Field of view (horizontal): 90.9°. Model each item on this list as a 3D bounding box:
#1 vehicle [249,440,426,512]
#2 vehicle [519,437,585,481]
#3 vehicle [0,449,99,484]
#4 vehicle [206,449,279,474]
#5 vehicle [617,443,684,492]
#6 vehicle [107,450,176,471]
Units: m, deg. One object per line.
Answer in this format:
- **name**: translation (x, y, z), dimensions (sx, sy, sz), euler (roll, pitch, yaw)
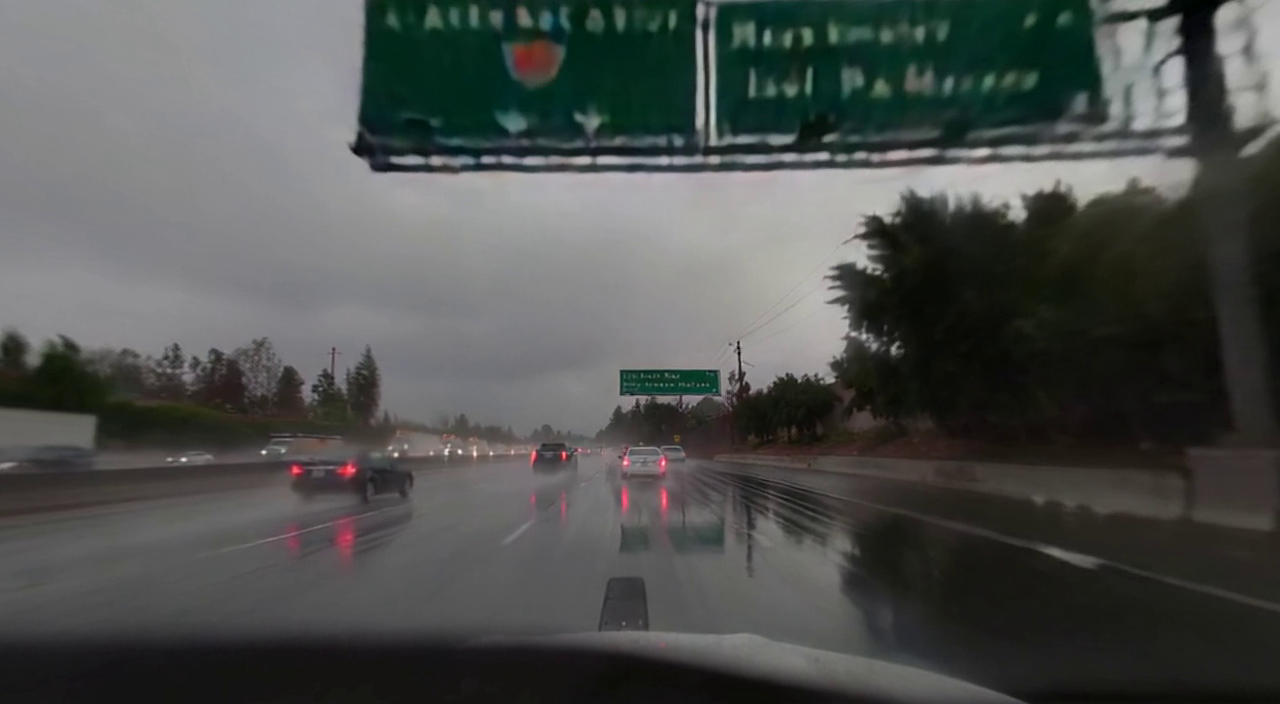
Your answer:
- **vehicle**: translation (-7.066, 2.919, 15.423), dimensions (1.974, 1.464, 4.733), euler (0, -8, 0)
- **vehicle**: translation (-3.826, 4.752, 28.344), dimensions (2.289, 1.777, 4.534), euler (0, -8, 0)
- **vehicle**: translation (-28.505, 5.324, 29.769), dimensions (1.887, 1.478, 4.790), euler (0, -8, -3)
- **vehicle**: translation (-24.995, 6.877, 39.862), dimensions (1.868, 1.472, 4.438), euler (0, -8, -2)
- **vehicle**: translation (0.272, 3.886, 21.614), dimensions (2.082, 1.482, 4.126), euler (0, -8, -2)
- **vehicle**: translation (-37.254, 8.130, 47.285), dimensions (1.786, 1.446, 4.470), euler (1, -8, -4)
